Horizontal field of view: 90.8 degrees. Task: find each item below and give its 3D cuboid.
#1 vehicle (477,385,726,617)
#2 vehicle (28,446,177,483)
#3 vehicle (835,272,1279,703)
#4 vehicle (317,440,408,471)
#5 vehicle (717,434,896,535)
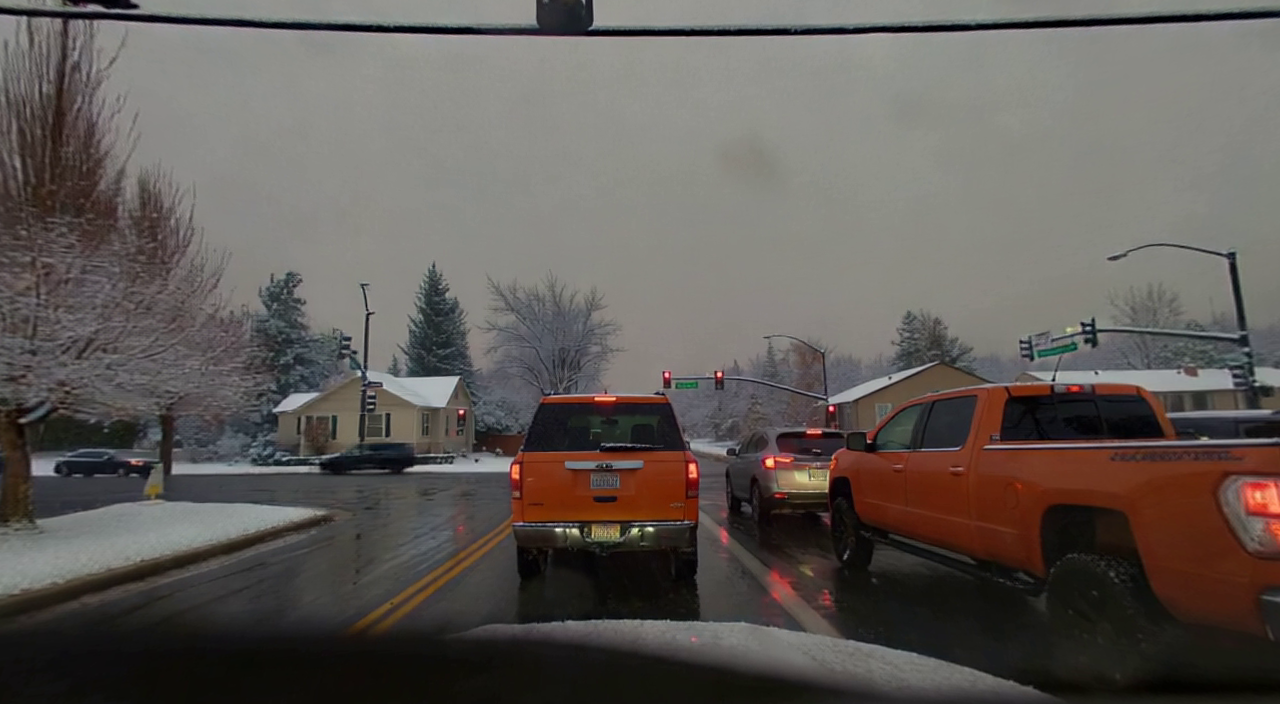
[{"bbox_3d":[-0.264,1.393,6.650,1.915,1.780,3.379,0,-8,1],"label":"vehicle"},{"bbox_3d":[-22.891,4.790,27.068,4.533,1.350,1.714,0,-7,-9],"label":"vehicle"},{"bbox_3d":[2.987,0.946,3.892,1.886,1.849,5.070,0,-8,-1],"label":"vehicle"},{"bbox_3d":[-15.565,5.817,35.613,4.289,1.672,1.864,1,-8,-9],"label":"vehicle"},{"bbox_3d":[2.718,2.266,11.532,1.952,1.465,4.421,0,-8,-2],"label":"vehicle"}]
